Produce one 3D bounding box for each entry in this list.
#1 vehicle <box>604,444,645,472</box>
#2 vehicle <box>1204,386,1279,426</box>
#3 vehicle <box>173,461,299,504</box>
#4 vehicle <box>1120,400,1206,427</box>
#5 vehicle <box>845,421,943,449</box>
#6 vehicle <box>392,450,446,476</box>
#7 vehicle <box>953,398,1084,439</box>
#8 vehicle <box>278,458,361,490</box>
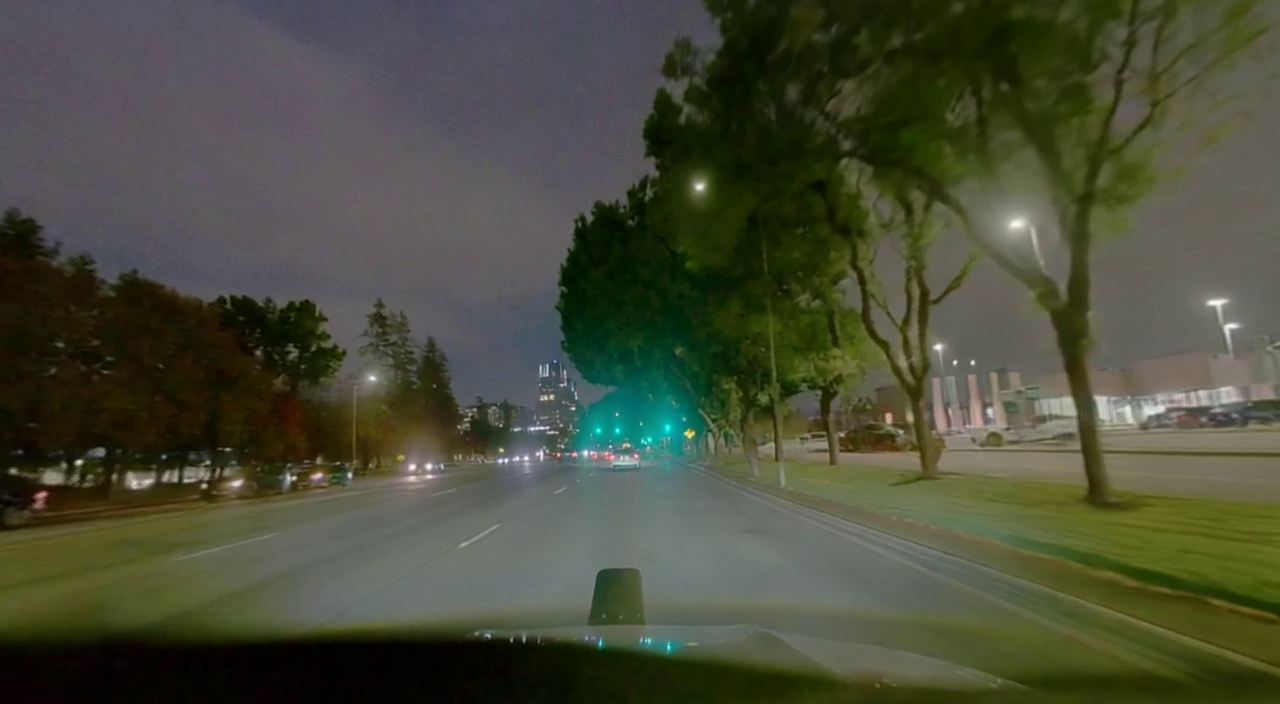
[{"bbox_3d":[-0.840,6.185,37.099,2.235,1.500,4.420,0,-8,1],"label":"vehicle"},{"bbox_3d":[28.831,2.516,28.826,1.857,1.615,4.839,0,-8,2],"label":"vehicle"},{"bbox_3d":[-16.545,5.332,26.225,2.058,1.459,4.704,0,-8,1],"label":"vehicle"},{"bbox_3d":[38.114,4.570,46.235,2.472,1.736,4.684,-1,-8,5],"label":"vehicle"},{"bbox_3d":[13.146,4.330,32.948,4.144,1.407,2.201,0,-8,-2],"label":"vehicle"},{"bbox_3d":[-16.873,8.455,48.508,2.342,1.868,4.758,0,-8,0],"label":"vehicle"},{"bbox_3d":[15.082,2.709,25.306,3.956,1.504,2.170,2,-9,-9],"label":"vehicle"},{"bbox_3d":[-17.070,6.499,33.978,1.985,1.471,4.797,0,-8,0],"label":"vehicle"}]
